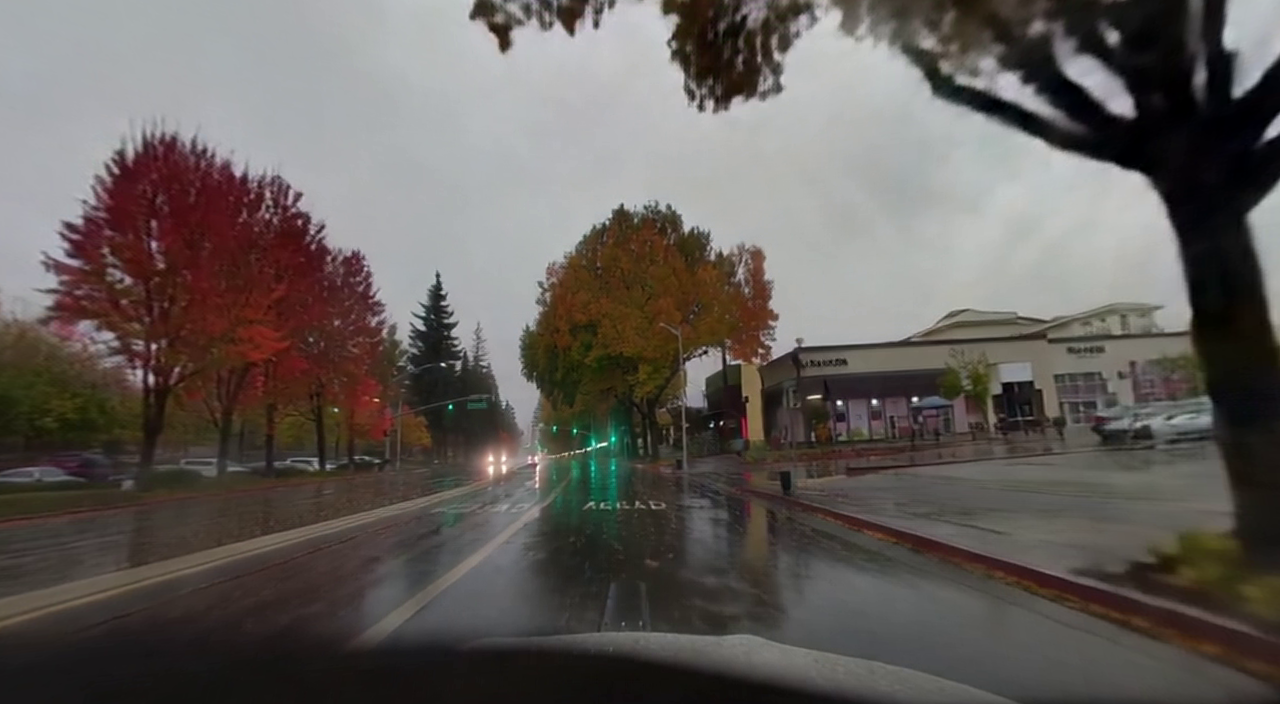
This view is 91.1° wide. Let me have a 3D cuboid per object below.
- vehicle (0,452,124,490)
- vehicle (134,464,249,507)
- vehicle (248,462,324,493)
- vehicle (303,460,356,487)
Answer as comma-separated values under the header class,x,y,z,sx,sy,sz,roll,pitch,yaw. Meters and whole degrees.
class,x,y,z,sx,sy,sz,roll,pitch,yaw
vehicle,-30.031,5.962,31.697,5.746,1.807,2.140,1,-9,-5
vehicle,-19.208,5.692,27.193,1.956,1.550,4.375,1,-9,-4
vehicle,-20.035,7.099,35.758,1.887,1.490,4.432,0,-9,-3
vehicle,-20.716,8.077,42.073,1.896,1.495,4.108,-4,-9,-6
